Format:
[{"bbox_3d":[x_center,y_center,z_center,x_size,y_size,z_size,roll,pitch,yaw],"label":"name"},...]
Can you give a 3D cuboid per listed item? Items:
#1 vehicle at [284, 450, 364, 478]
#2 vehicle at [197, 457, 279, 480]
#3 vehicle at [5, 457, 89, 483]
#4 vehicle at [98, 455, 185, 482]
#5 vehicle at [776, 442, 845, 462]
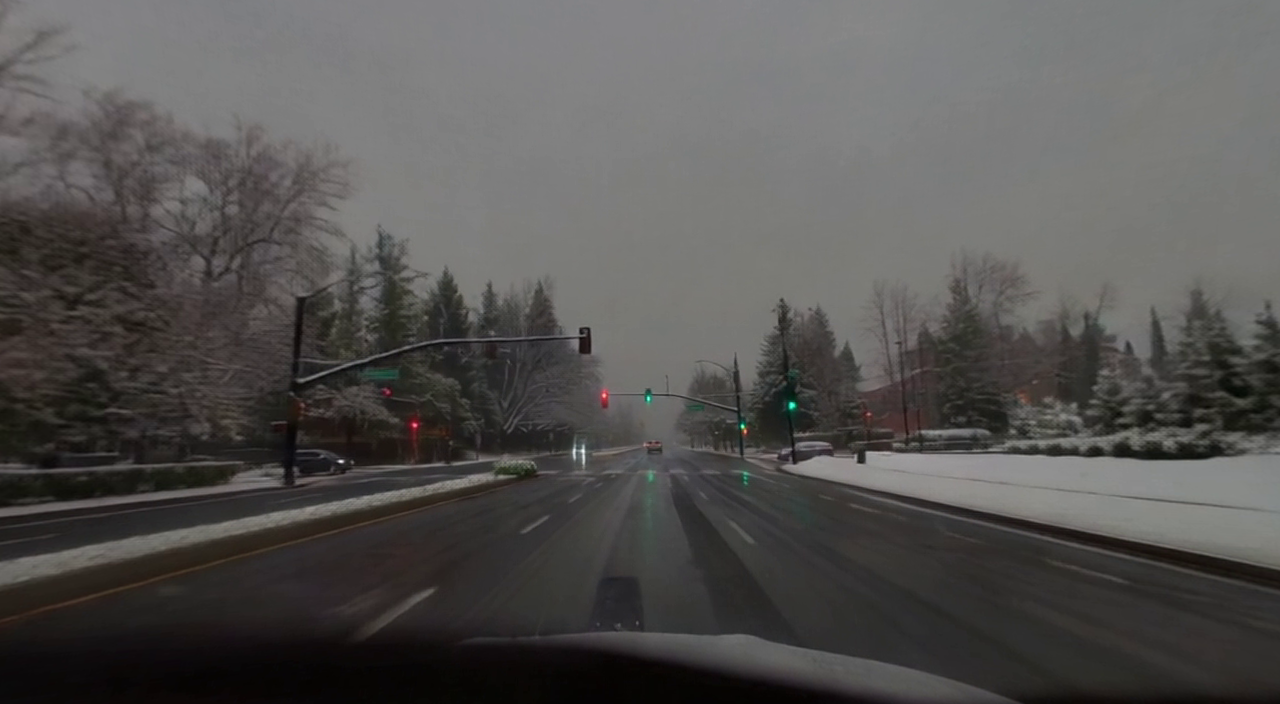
[{"bbox_3d":[-21.502,7.620,43.088,4.445,1.805,1.944,-2,-8,4],"label":"vehicle"},{"bbox_3d":[-27.874,8.072,43.884,4.505,1.460,1.929,-1,-9,7],"label":"vehicle"},{"bbox_3d":[-43.415,8.638,46.271,4.752,1.752,1.908,-2,-8,11],"label":"vehicle"},{"bbox_3d":[-34.673,8.064,43.996,4.516,1.756,2.201,-2,-9,9],"label":"vehicle"},{"bbox_3d":[12.977,7.641,48.267,4.611,1.505,2.029,0,-9,0],"label":"vehicle"}]
